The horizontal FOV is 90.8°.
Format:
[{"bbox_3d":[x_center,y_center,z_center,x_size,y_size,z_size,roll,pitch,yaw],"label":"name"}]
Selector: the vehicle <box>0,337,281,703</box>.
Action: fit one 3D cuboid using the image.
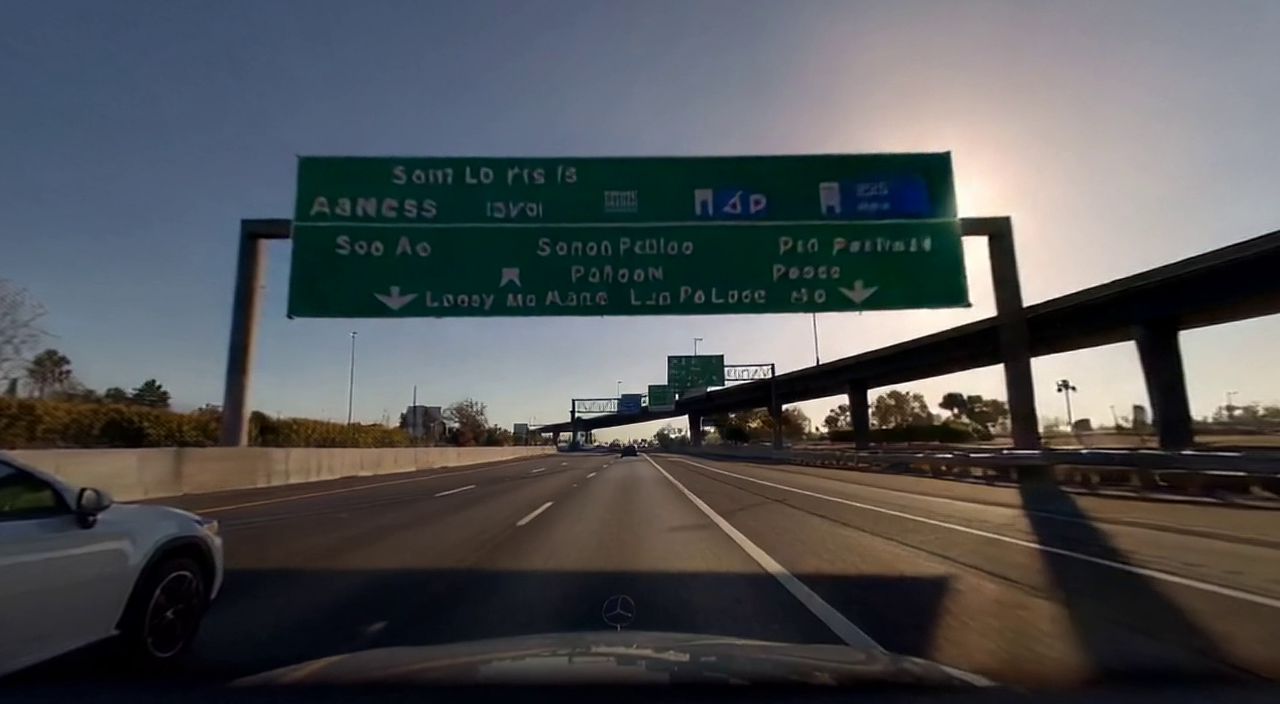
[{"bbox_3d":[-3.309,0.738,1.703,2.178,1.699,4.321,0,-8,-1],"label":"vehicle"}]
